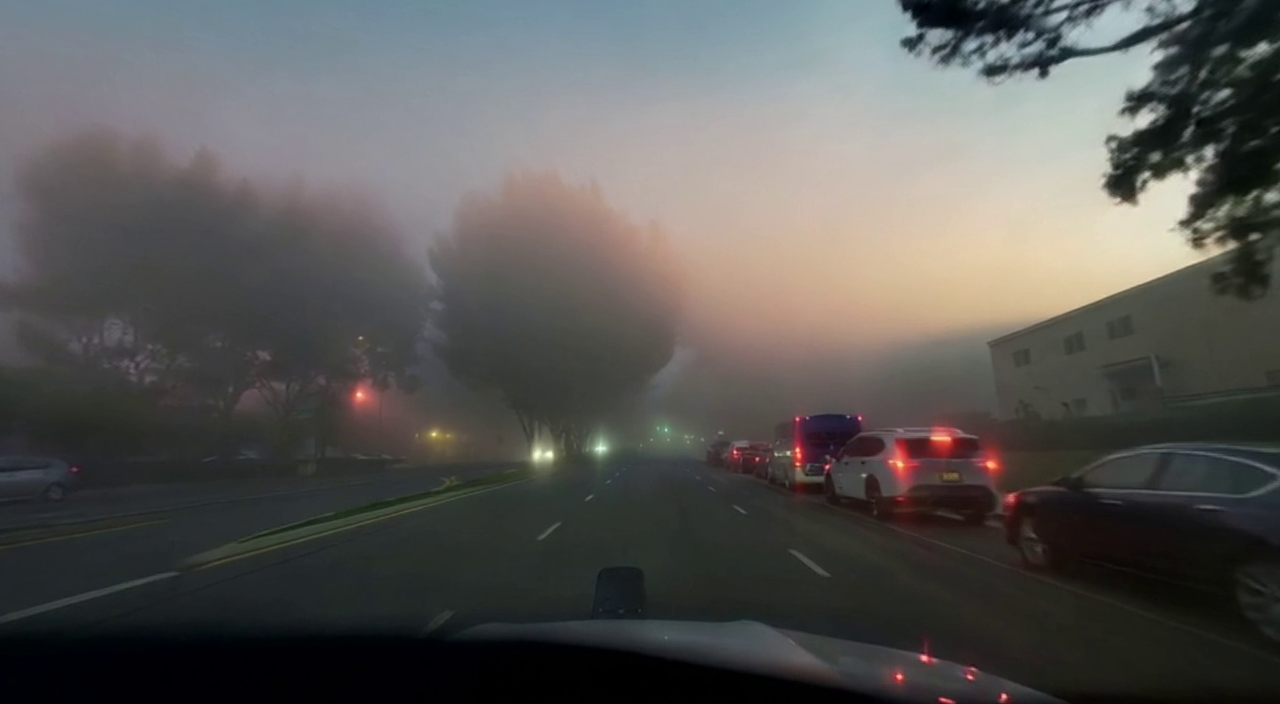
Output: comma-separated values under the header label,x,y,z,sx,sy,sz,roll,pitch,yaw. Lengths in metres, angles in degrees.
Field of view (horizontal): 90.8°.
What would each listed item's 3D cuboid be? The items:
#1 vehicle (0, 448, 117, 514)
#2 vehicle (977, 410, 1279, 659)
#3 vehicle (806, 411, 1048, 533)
label,x,y,z,sx,sy,sz,roll,pitch,yaw
vehicle,-18.978,3.823,18.970,2.166,1.804,4.897,-1,-8,3
vehicle,4.799,1.240,4.845,1.973,1.465,4.440,-1,-8,0
vehicle,4.810,2.100,11.607,2.304,1.760,4.630,-1,-8,1
